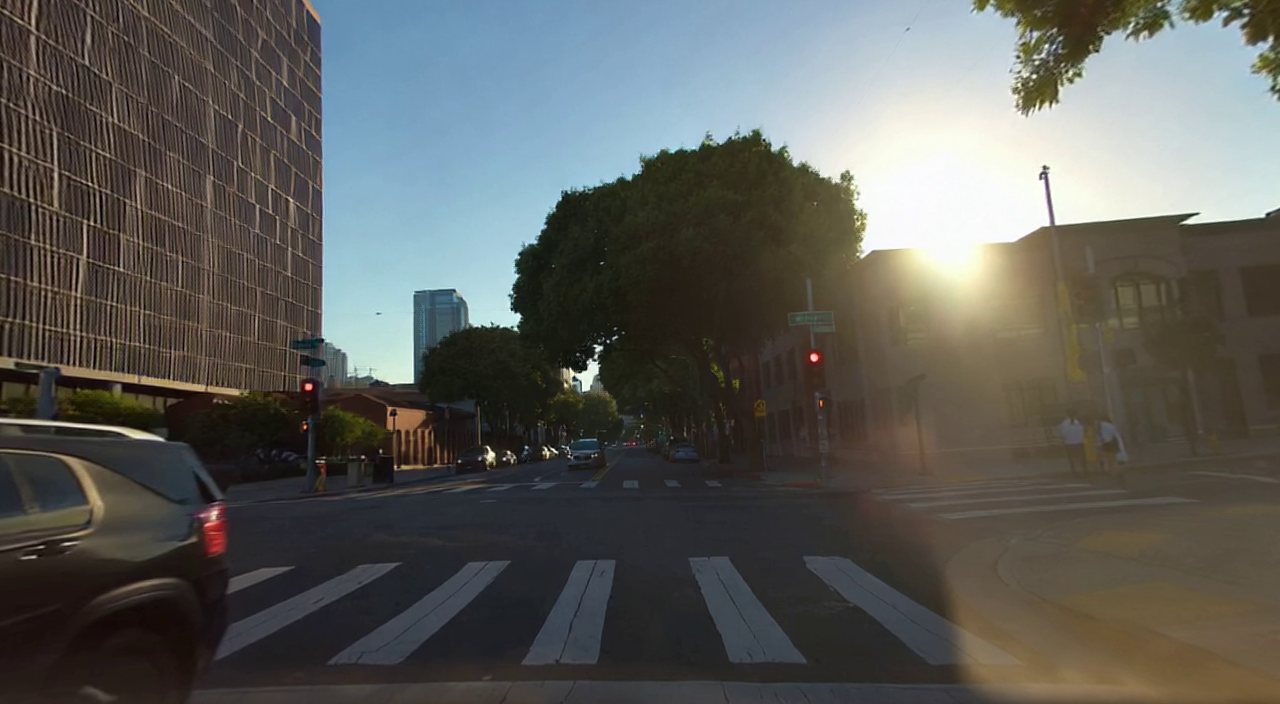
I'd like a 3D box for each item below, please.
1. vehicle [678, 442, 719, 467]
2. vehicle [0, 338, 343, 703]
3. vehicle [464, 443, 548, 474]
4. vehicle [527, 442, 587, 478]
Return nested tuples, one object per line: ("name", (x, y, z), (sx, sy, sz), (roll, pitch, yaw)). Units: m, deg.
("vehicle", (3.539, 6.273, 38.868), (1.853, 1.426, 4.160), (1, -8, -3))
("vehicle", (-3.224, 0.786, 1.785), (1.958, 1.751, 4.393), (-2, -9, 12))
("vehicle", (-8.021, 6.349, 38.014), (4.526, 1.726, 1.963), (8, -12, -44))
("vehicle", (-3.667, 4.842, 28.652), (1.989, 1.481, 4.500), (0, -8, 1))
